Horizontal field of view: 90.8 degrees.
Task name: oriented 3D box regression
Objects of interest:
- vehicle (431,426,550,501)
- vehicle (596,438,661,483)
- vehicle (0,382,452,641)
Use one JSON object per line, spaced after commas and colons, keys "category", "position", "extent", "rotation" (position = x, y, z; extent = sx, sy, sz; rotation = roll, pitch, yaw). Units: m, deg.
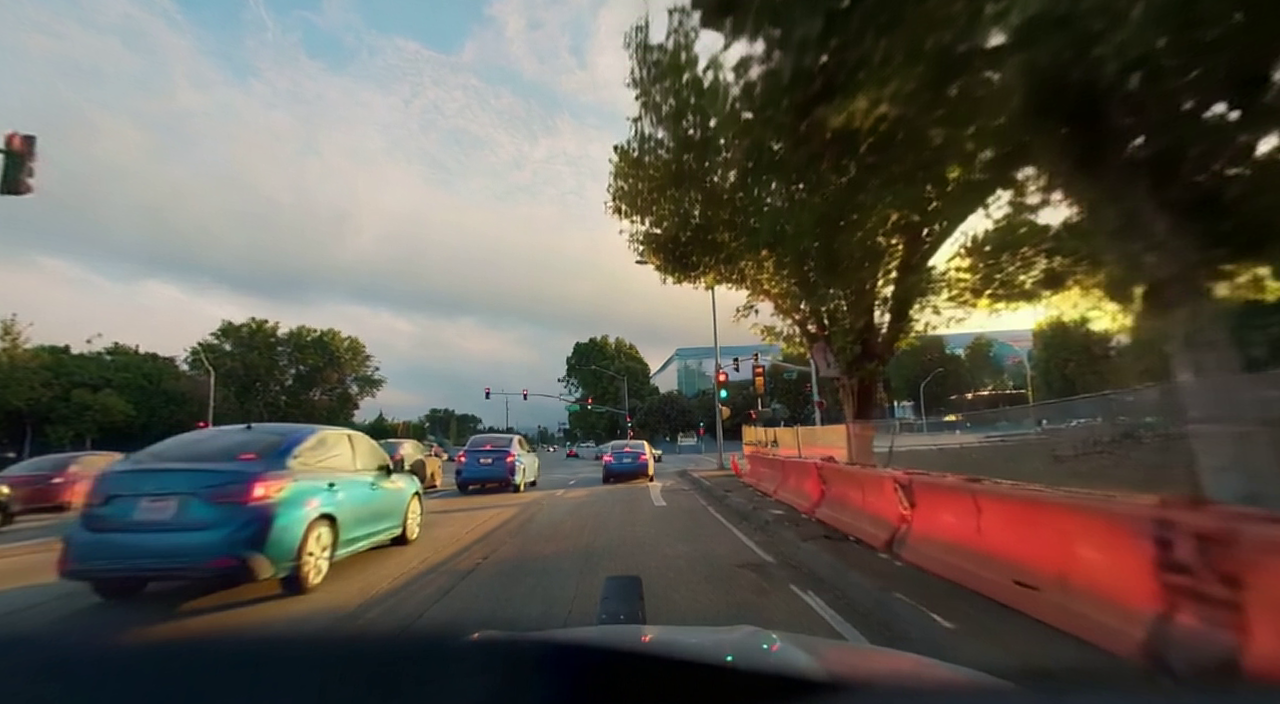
{"category": "vehicle", "position": [-4.136, 3.195, 18.493], "extent": [2.240, 1.844, 5.043], "rotation": [0, -9, 0]}
{"category": "vehicle", "position": [-0.366, 3.992, 23.552], "extent": [2.183, 1.506, 4.286], "rotation": [0, -9, 1]}
{"category": "vehicle", "position": [-4.010, 1.561, 7.220], "extent": [2.236, 1.886, 4.792], "rotation": [-2, -9, 0]}
